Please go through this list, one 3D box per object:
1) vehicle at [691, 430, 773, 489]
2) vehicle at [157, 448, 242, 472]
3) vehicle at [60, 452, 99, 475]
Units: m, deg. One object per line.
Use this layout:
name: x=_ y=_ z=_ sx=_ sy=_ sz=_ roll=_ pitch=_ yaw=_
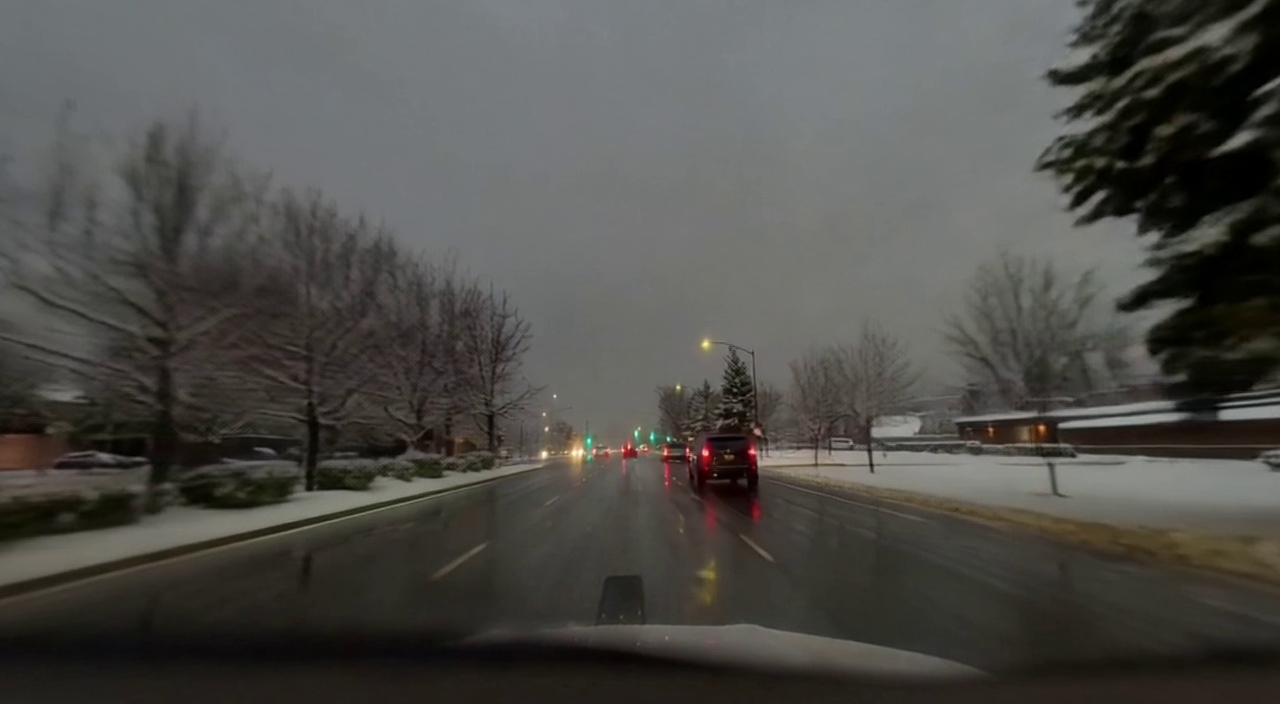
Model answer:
vehicle: x=3.039 y=3.684 z=21.931 sx=2.060 sy=1.816 sz=4.343 roll=0 pitch=-8 yaw=-2
vehicle: x=-33.516 y=8.244 z=48.170 sx=4.932 sy=1.730 sz=1.939 roll=0 pitch=-8 yaw=-3
vehicle: x=-41.850 y=8.270 z=47.226 sx=1.971 sy=1.581 sz=4.186 roll=7 pitch=-11 yaw=-40
